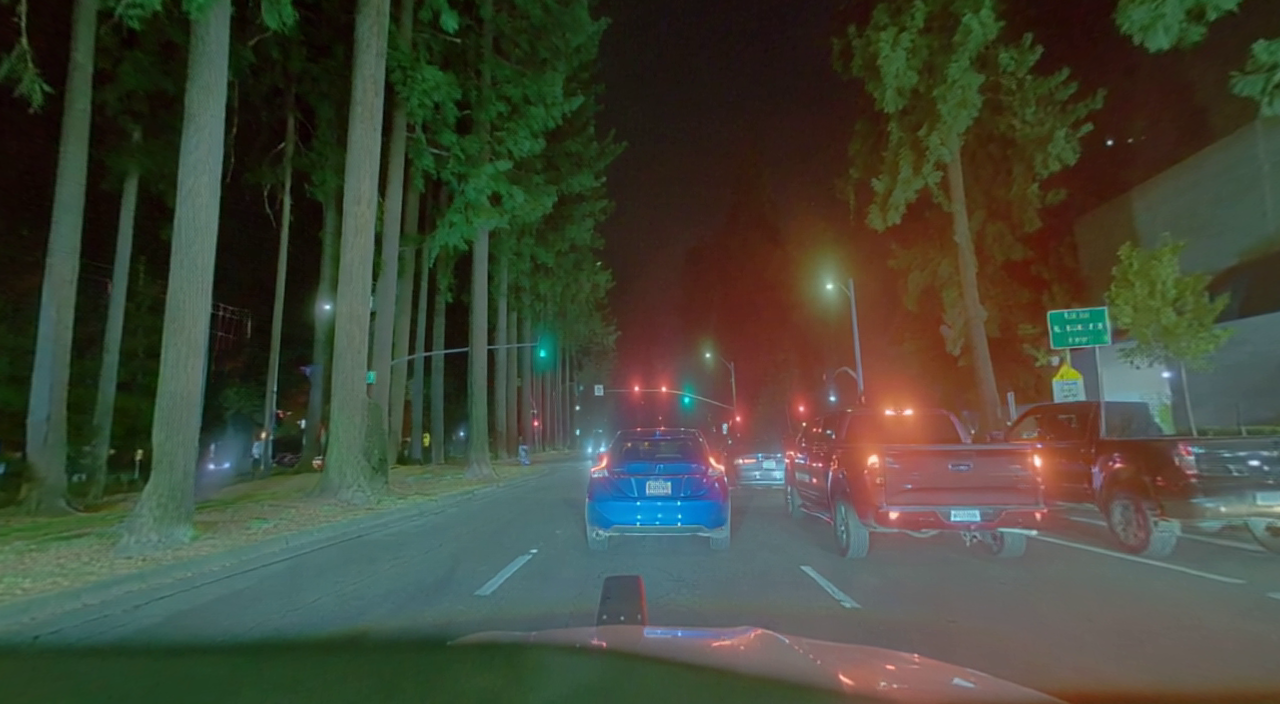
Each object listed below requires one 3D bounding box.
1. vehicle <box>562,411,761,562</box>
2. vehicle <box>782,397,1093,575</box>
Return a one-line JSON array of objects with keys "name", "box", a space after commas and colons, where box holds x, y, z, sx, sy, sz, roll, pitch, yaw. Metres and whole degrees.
[{"name": "vehicle", "box": [0.247, 1.772, 8.978, 2.168, 1.641, 4.039, 0, -8, 0]}, {"name": "vehicle", "box": [3.389, 1.627, 8.377, 2.099, 1.725, 4.290, 0, -8, 1]}]
